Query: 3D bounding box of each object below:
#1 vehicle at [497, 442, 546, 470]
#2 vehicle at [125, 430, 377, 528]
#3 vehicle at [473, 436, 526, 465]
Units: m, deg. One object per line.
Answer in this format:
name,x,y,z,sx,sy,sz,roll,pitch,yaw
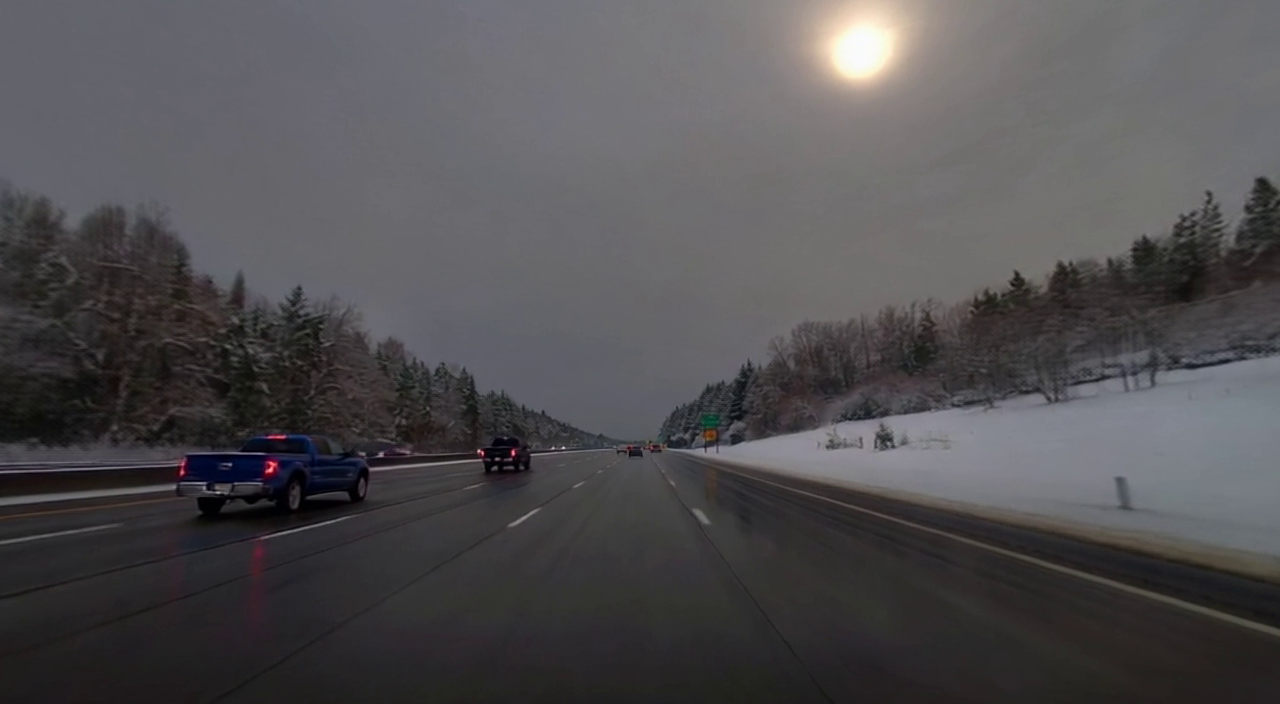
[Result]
vehicle,-6.819,6.007,36.570,1.919,1.499,4.234,0,-8,1
vehicle,-7.286,2.402,12.585,1.965,1.567,4.686,0,-8,1
vehicle,-10.255,7.235,46.452,2.347,1.984,5.778,0,-8,3
